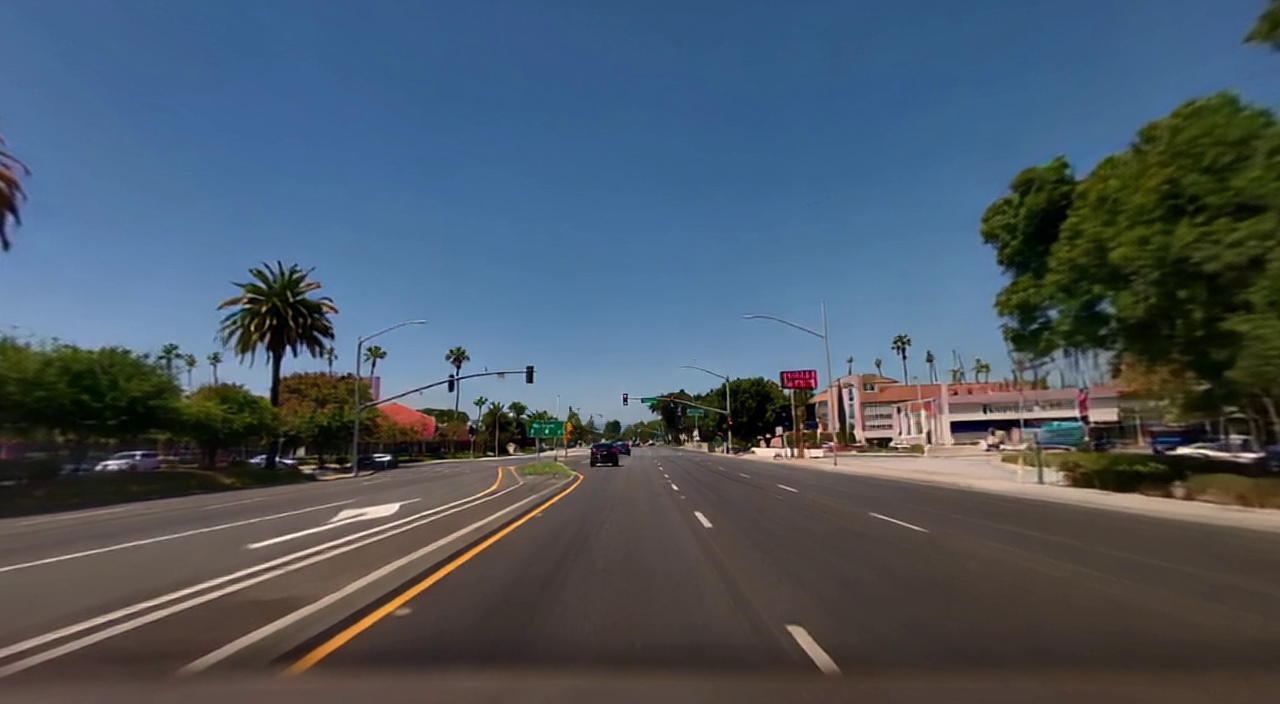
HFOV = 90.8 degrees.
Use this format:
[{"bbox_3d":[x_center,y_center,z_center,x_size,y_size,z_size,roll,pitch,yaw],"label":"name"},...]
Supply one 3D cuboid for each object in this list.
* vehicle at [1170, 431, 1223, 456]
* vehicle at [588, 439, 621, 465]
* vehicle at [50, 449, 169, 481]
[{"bbox_3d":[36.946,6.063,41.890,4.405,1.525,1.901,7,-10,-40],"label":"vehicle"},{"bbox_3d":[-2.424,6.667,42.405,1.990,1.639,3.885,1,-8,-6],"label":"vehicle"},{"bbox_3d":[-31.637,6.718,37.999,2.099,1.731,5.736,0,-8,1],"label":"vehicle"}]
